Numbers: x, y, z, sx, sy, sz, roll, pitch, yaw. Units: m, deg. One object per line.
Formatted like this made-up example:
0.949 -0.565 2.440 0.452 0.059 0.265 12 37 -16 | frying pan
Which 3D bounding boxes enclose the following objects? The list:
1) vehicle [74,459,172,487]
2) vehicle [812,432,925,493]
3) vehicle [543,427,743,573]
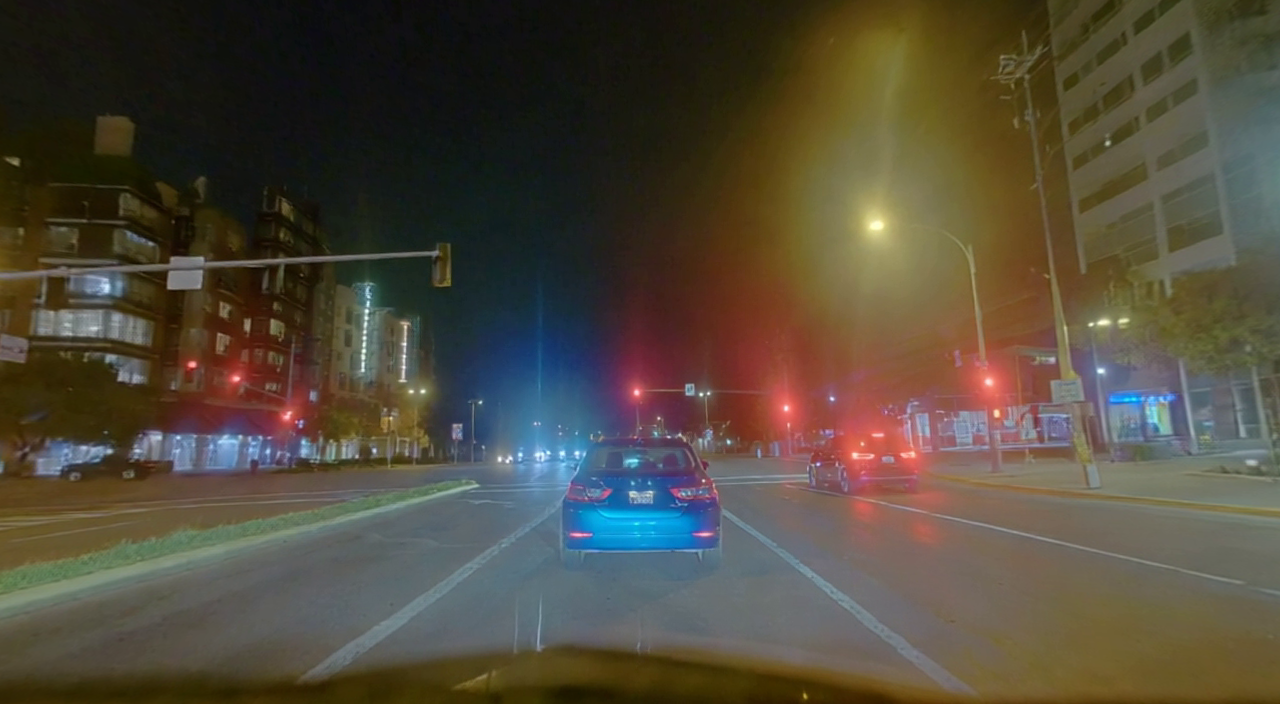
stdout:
-32.378 7.548 39.655 4.401 1.625 1.863 0 -8 -4 | vehicle
7.061 3.442 20.066 2.039 1.692 4.319 0 -8 1 | vehicle
-0.022 1.848 8.725 2.070 1.488 4.206 0 -8 -2 | vehicle
